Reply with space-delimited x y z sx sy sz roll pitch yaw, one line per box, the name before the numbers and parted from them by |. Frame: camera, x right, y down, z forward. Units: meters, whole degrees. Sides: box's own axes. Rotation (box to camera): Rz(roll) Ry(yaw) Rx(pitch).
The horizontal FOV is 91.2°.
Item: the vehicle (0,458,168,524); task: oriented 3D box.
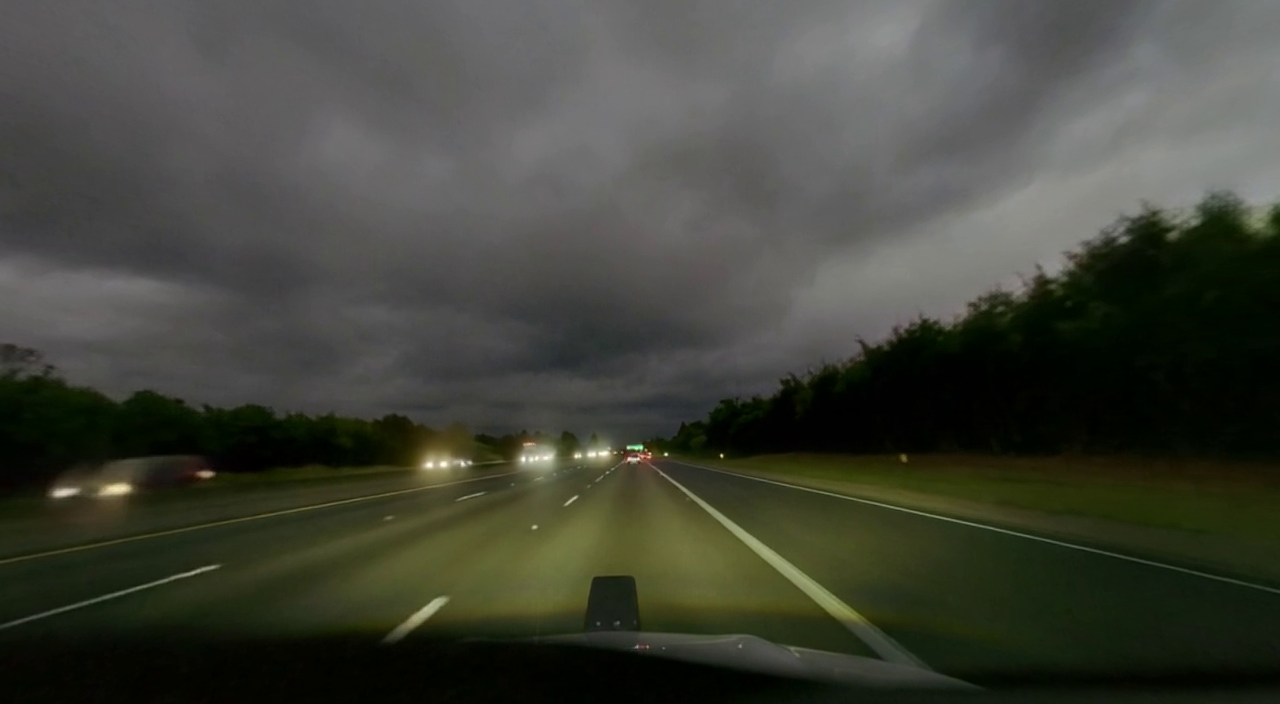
vehicle | -15.453 3.661 17.029 1.903 1.503 4.309 0 -9 -1
